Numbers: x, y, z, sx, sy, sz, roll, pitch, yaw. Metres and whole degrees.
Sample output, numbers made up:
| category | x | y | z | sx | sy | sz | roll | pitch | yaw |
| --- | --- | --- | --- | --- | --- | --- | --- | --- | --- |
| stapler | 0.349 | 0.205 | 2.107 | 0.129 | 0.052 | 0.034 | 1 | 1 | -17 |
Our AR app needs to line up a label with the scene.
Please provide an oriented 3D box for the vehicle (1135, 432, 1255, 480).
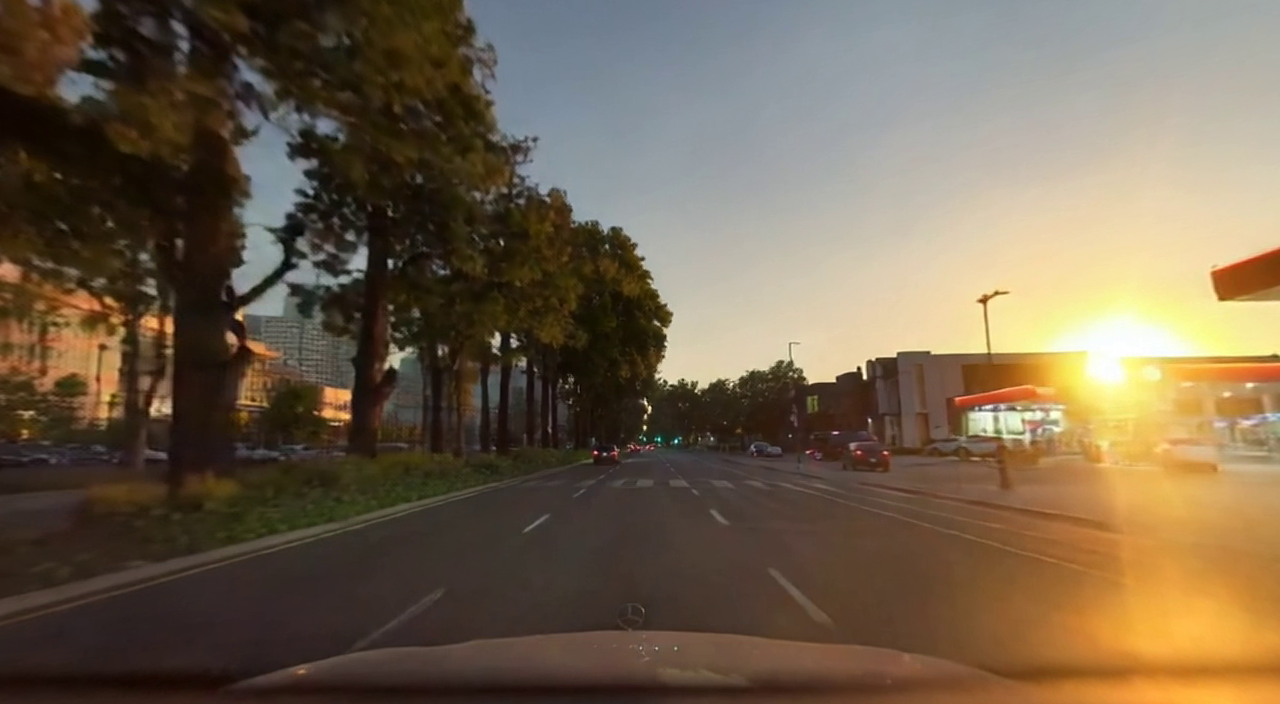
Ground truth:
| category | x | y | z | sx | sy | sz | roll | pitch | yaw |
| --- | --- | --- | --- | --- | --- | --- | --- | --- | --- |
| vehicle | 21.362 | 3.953 | 24.230 | 4.484 | 1.697 | 1.959 | 5 | -10 | -30 |

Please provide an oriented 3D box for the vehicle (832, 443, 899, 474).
| category | x | y | z | sx | sy | sz | roll | pitch | yaw |
| --- | --- | --- | --- | --- | --- | --- | --- | --- | --- |
| vehicle | 11.804 | 5.572 | 33.312 | 1.967 | 1.500 | 4.353 | -1 | -9 | 1 |

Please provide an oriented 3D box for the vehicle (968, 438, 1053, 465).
| category | x | y | z | sx | sy | sz | roll | pitch | yaw |
| --- | --- | --- | --- | --- | --- | --- | --- | --- | --- |
| vehicle | 21.465 | 5.751 | 36.445 | 4.674 | 1.471 | 1.954 | 4 | -10 | -28 |

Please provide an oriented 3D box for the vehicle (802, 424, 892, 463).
| category | x | y | z | sx | sy | sz | roll | pitch | yaw |
| --- | --- | --- | --- | --- | --- | --- | --- | --- | --- |
| vehicle | 15.311 | 6.808 | 46.869 | 5.820 | 2.752 | 2.234 | 0 | -9 | -1 |

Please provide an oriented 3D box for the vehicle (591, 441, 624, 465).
| category | x | y | z | sx | sy | sz | roll | pitch | yaw |
| --- | --- | --- | --- | --- | --- | --- | --- | --- | --- |
| vehicle | -2.475 | 7.860 | 49.168 | 2.196 | 1.801 | 4.542 | 0 | -9 | 1 |
